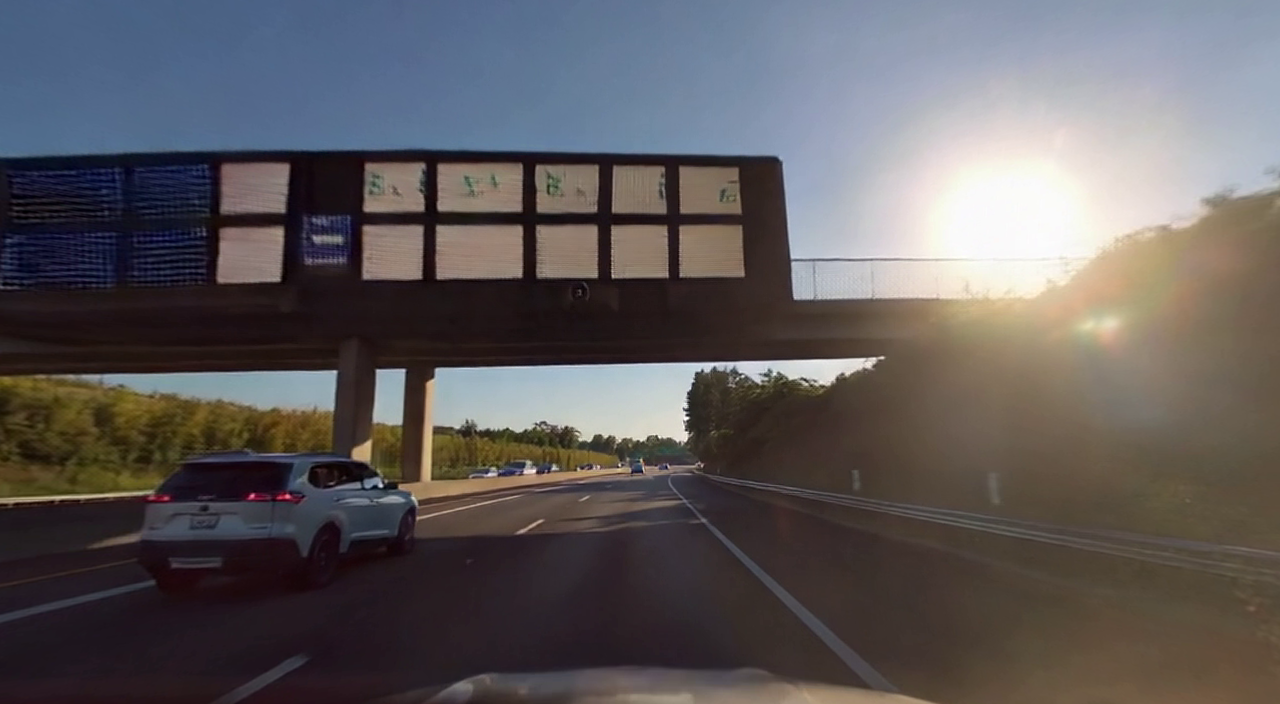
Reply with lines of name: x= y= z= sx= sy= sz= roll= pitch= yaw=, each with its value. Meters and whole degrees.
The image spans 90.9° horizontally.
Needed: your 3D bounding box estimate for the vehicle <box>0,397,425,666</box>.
vehicle: x=-4.127 y=1.572 z=6.464 sx=2.141 sy=1.697 sz=4.641 roll=1 pitch=-10 yaw=0
